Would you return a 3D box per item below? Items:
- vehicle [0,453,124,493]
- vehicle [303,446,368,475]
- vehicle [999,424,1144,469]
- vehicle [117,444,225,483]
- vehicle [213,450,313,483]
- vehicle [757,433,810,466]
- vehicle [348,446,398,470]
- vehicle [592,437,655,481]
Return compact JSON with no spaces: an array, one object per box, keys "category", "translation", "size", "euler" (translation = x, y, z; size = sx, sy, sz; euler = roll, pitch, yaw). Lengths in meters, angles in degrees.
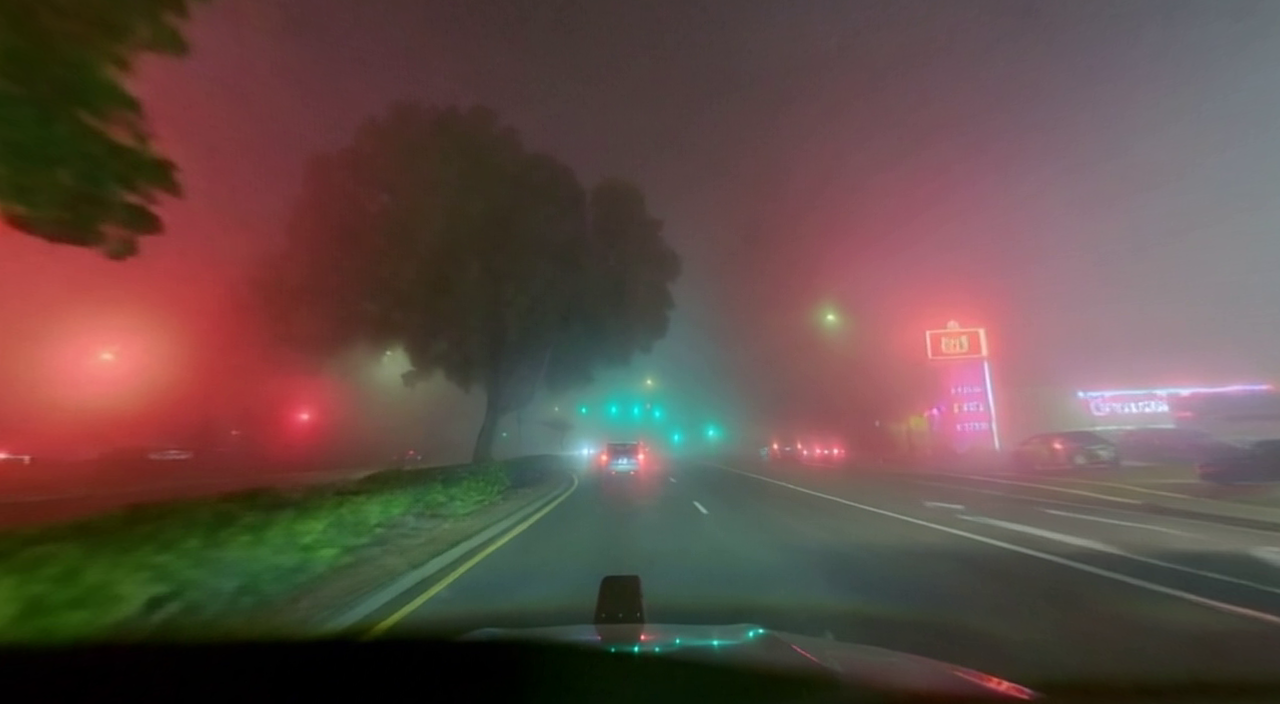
[{"category":"vehicle","translation":[-24.721,5.043,26.651],"size":[1.893,1.451,4.809],"euler":[0,-8,-1]},{"category":"vehicle","translation":[-19.256,6.847,40.161],"size":[1.896,1.620,4.542],"euler":[-2,-8,0]},{"category":"vehicle","translation":[18.753,4.167,27.947],"size":[2.253,1.771,5.722],"euler":[0,-8,-2]},{"category":"vehicle","translation":[-24.272,5.750,32.994],"size":[1.985,1.821,4.774],"euler":[0,-8,-1]},{"category":"vehicle","translation":[-19.384,5.876,32.852],"size":[2.083,1.481,5.103],"euler":[0,-8,0]},{"category":"vehicle","translation":[10.127,6.941,45.123],"size":[2.266,2.118,5.742],"euler":[0,-8,-1]},{"category":"vehicle","translation":[-19.479,7.729,46.309],"size":[1.905,1.698,4.408],"euler":[0,-8,-3]},{"category":"vehicle","translation":[-0.652,4.011,23.941],"size":[2.185,1.473,3.925],"euler":[0,-8,-3]}]
